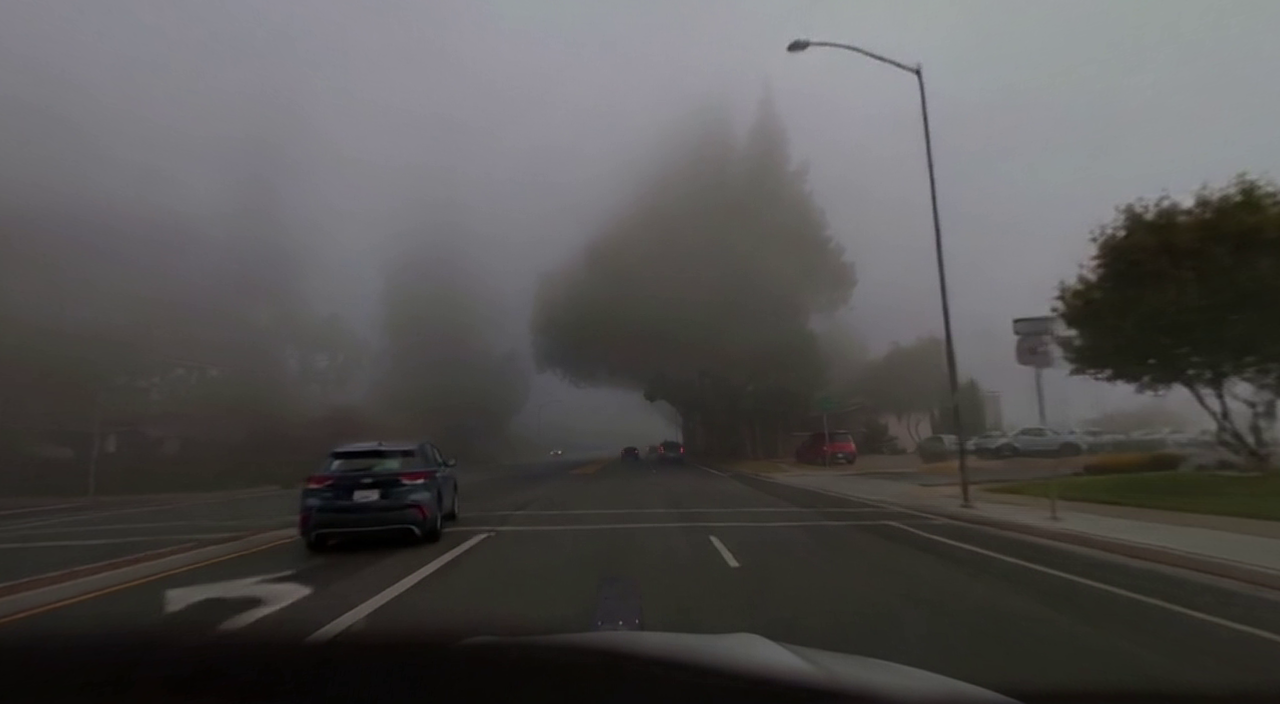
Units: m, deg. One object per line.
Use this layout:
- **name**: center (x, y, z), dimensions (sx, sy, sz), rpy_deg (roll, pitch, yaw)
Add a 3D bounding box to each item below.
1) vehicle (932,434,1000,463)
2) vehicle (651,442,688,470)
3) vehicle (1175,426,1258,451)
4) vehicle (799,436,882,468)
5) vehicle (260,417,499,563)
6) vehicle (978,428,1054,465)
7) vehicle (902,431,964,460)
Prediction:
- **vehicle**: center (18.100, 5.329, 34.988), dimensions (2.106, 1.460, 4.389), rpy_deg (-8, -12, 43)
- **vehicle**: center (1.702, 6.256, 38.263), dimensions (2.003, 1.614, 4.072), rpy_deg (0, -8, -1)
- **vehicle**: center (40.534, 6.135, 44.558), dimensions (2.496, 1.662, 4.040), rpy_deg (-2, -9, 11)
- **vehicle**: center (10.442, 5.215, 33.148), dimensions (1.903, 1.569, 3.751), rpy_deg (6, -10, -34)
- **vehicle**: center (-3.652, 2.008, 10.065), dimensions (2.205, 1.706, 4.904), rpy_deg (1, -8, -7)
- **vehicle**: center (18.661, 4.658, 31.266), dimensions (2.150, 1.659, 4.678), rpy_deg (-8, -12, 43)
- **vehicle**: center (18.060, 5.750, 38.827), dimensions (2.043, 1.691, 4.436), rpy_deg (-8, -12, 43)
